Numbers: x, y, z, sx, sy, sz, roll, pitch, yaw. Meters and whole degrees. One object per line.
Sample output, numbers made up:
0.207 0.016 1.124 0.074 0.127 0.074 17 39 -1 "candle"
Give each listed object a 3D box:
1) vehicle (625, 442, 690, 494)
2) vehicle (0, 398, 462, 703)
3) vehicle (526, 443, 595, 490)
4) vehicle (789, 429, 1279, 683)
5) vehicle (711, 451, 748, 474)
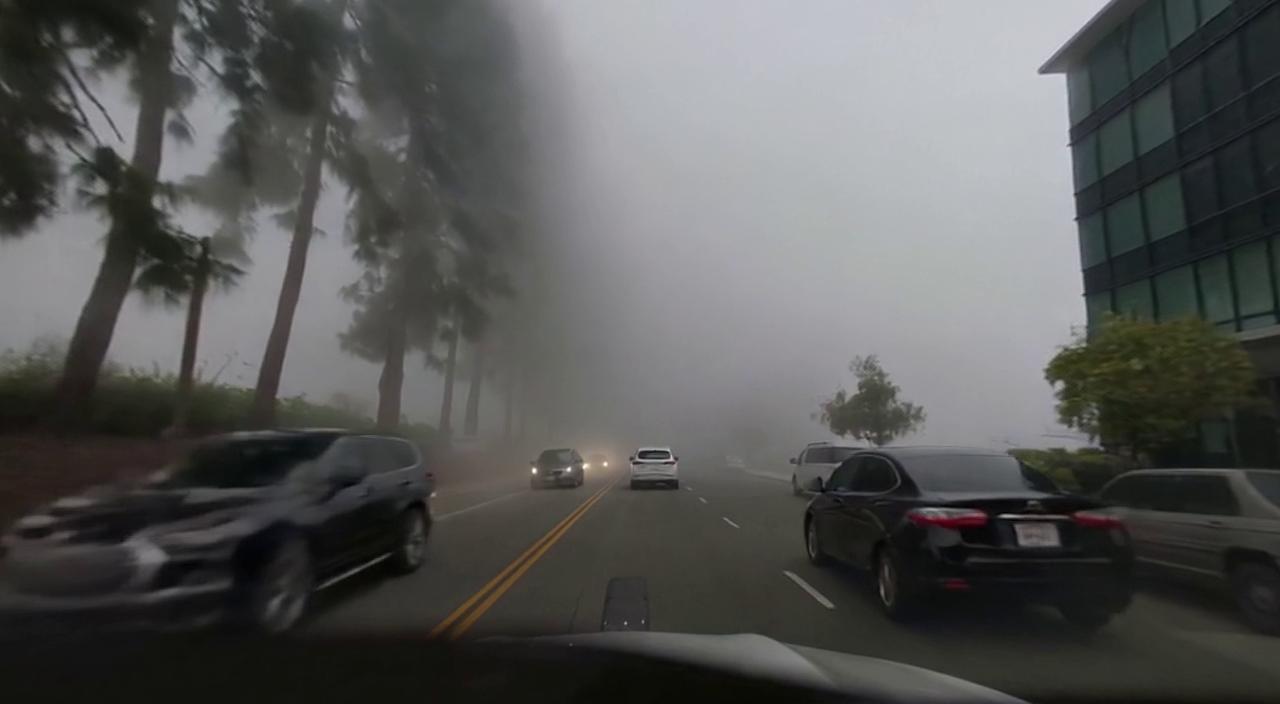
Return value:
0.595 4.047 22.284 2.105 1.653 3.887 0 -9 1 "vehicle"
-3.425 1.470 5.887 2.167 1.717 4.448 0 -9 0 "vehicle"
-3.109 4.585 25.517 2.124 1.731 4.227 0 -9 2 "vehicle"
2.910 1.567 5.982 1.991 1.536 4.116 0 -9 0 "vehicle"
6.216 7.746 44.291 1.885 1.467 4.546 0 -9 0 "vehicle"
